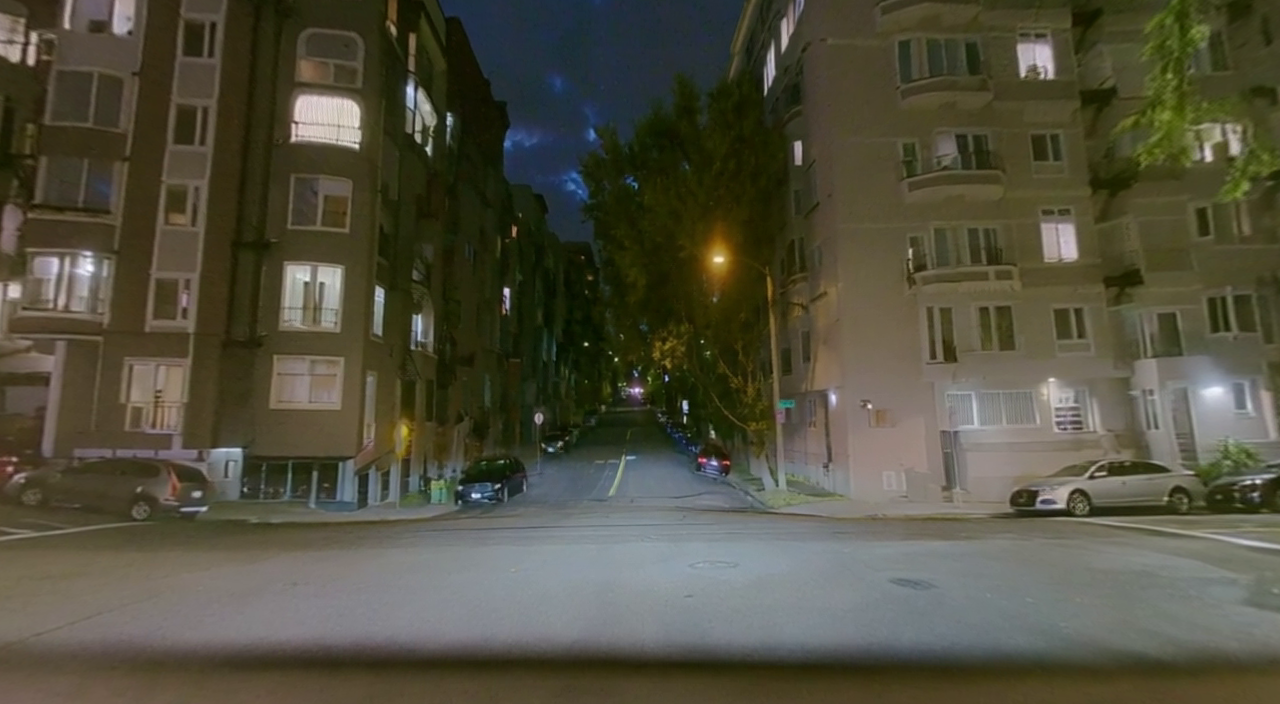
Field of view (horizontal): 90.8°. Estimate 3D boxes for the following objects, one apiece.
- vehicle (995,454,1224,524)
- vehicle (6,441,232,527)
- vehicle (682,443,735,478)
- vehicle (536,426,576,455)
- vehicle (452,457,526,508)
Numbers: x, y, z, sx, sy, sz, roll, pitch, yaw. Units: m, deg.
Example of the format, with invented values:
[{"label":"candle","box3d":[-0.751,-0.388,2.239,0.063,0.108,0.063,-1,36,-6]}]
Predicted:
[{"label":"vehicle","box3d":[12.523,3.652,17.098,4.596,1.690,1.972,0,-8,-1]},{"label":"vehicle","box3d":[-13.953,3.581,17.131,4.243,1.676,1.844,7,-13,1]},{"label":"vehicle","box3d":[3.426,5.551,32.615,2.051,1.526,4.673,0,-7,-2]},{"label":"vehicle","box3d":[-6.157,6.482,46.691,2.101,1.732,4.119,-3,-4,3]},{"label":"vehicle","box3d":[-5.850,5.066,24.965,1.987,1.662,4.141,-2,-8,-1]}]
